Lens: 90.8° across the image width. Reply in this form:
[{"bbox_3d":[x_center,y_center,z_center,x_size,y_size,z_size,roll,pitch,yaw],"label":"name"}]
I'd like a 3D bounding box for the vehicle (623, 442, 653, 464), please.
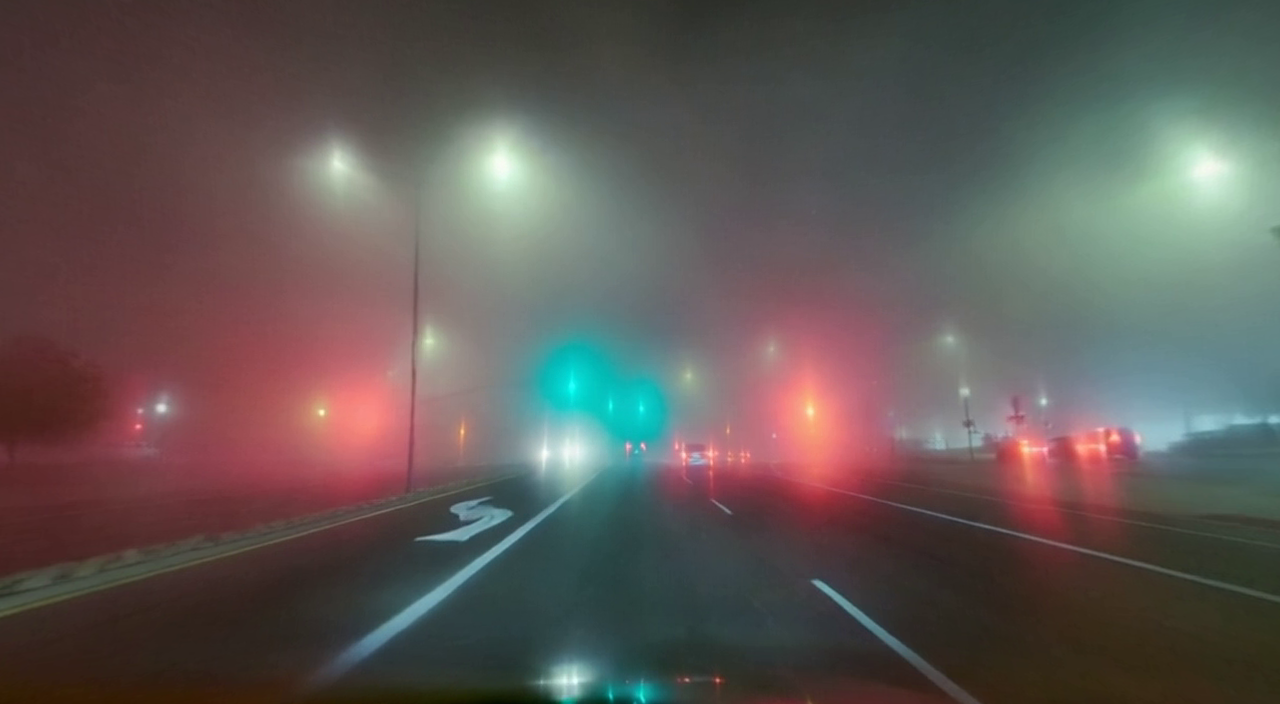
[{"bbox_3d":[-0.126,7.414,46.428,2.143,1.480,4.006,0,-8,0],"label":"vehicle"}]

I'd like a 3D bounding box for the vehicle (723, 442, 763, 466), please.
[{"bbox_3d":[6.817,6.808,42.214,1.861,1.473,4.393,0,-8,-1],"label":"vehicle"}]

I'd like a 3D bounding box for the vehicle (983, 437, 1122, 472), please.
[{"bbox_3d":[23.742,5.938,36.611,6.313,1.772,2.263,-9,-11,43],"label":"vehicle"}]

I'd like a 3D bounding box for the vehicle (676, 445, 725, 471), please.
[{"bbox_3d":[3.227,5.769,34.678,2.080,1.321,4.382,0,-9,-2],"label":"vehicle"}]

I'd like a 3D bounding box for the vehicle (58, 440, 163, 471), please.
[{"bbox_3d":[-33.810,6.607,40.596,2.202,1.774,5.174,1,-8,1],"label":"vehicle"}]
